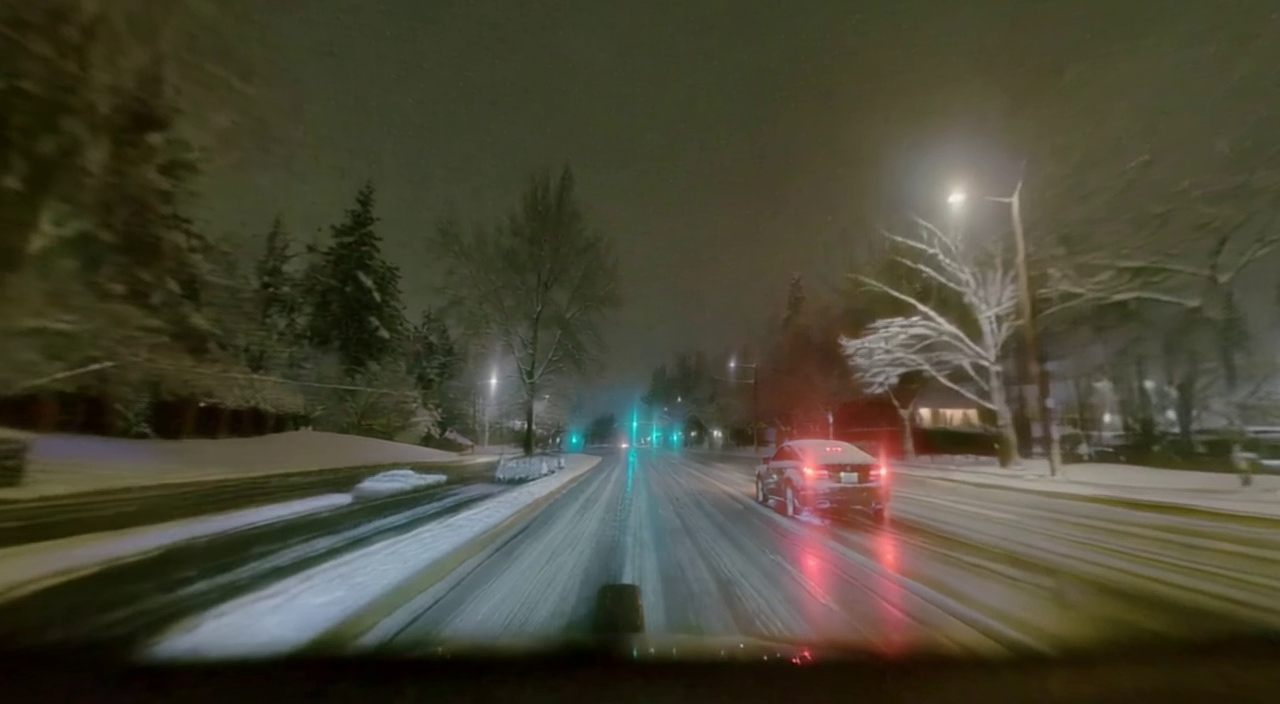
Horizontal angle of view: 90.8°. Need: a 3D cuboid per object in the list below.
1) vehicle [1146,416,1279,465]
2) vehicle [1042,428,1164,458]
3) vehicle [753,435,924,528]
[{"bbox_3d":[25.801,3.943,28.120,4.733,2.074,2.022,0,-9,-1],"label":"vehicle"},{"bbox_3d":[26.301,5.207,36.060,5.085,1.657,2.372,0,-9,0],"label":"vehicle"},{"bbox_3d":[3.528,2.370,12.118,1.852,1.453,4.083,0,-9,-2],"label":"vehicle"}]
